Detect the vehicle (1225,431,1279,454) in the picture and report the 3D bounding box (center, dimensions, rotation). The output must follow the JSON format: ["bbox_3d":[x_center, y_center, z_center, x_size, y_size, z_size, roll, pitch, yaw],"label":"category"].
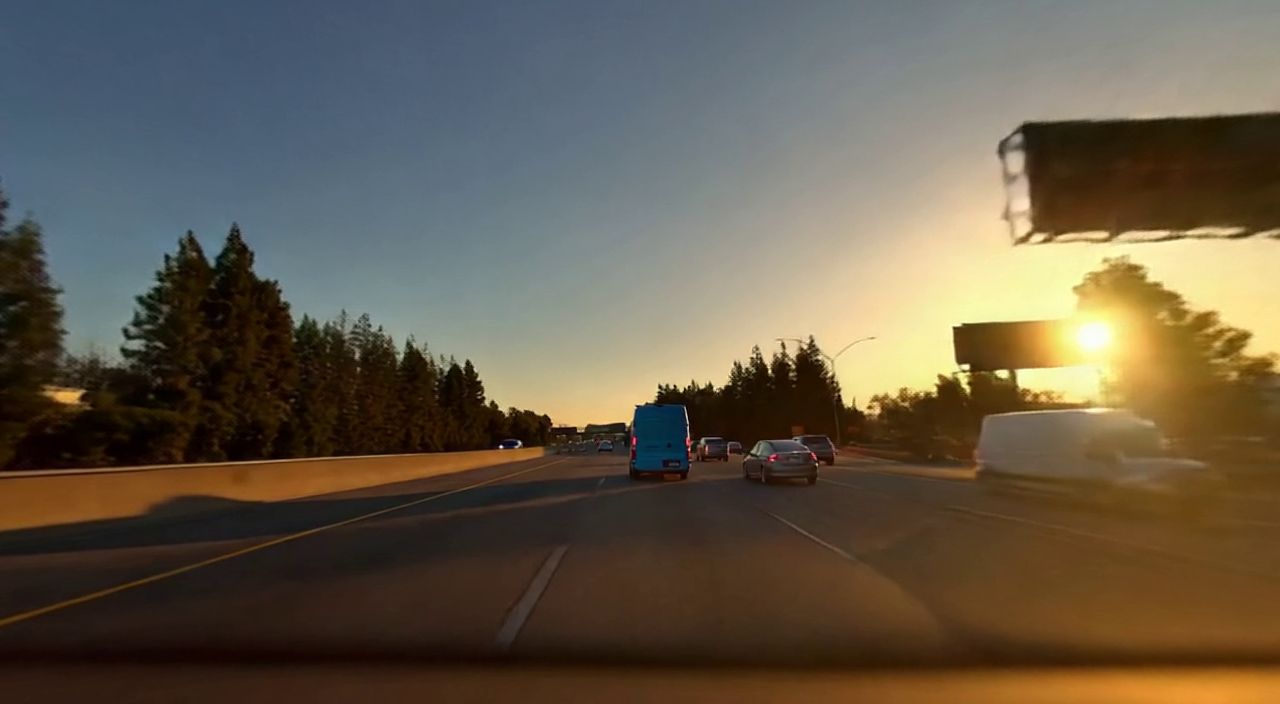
[{"bbox_3d":[47.533,6.837,47.332,4.842,1.681,2.070,1,-8,-5],"label":"vehicle"}]

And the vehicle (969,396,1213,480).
[{"bbox_3d":[17.286,3.490,25.275,3.113,2.773,8.752,0,-8,-2],"label":"vehicle"}]

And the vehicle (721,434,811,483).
[{"bbox_3d":[4.145,3.574,21.334,2.099,1.510,3.784,0,-8,-2],"label":"vehicle"}]

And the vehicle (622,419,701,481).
[{"bbox_3d":[0.654,3.716,24.004,2.546,2.087,5.404,0,-8,-3],"label":"vehicle"}]
